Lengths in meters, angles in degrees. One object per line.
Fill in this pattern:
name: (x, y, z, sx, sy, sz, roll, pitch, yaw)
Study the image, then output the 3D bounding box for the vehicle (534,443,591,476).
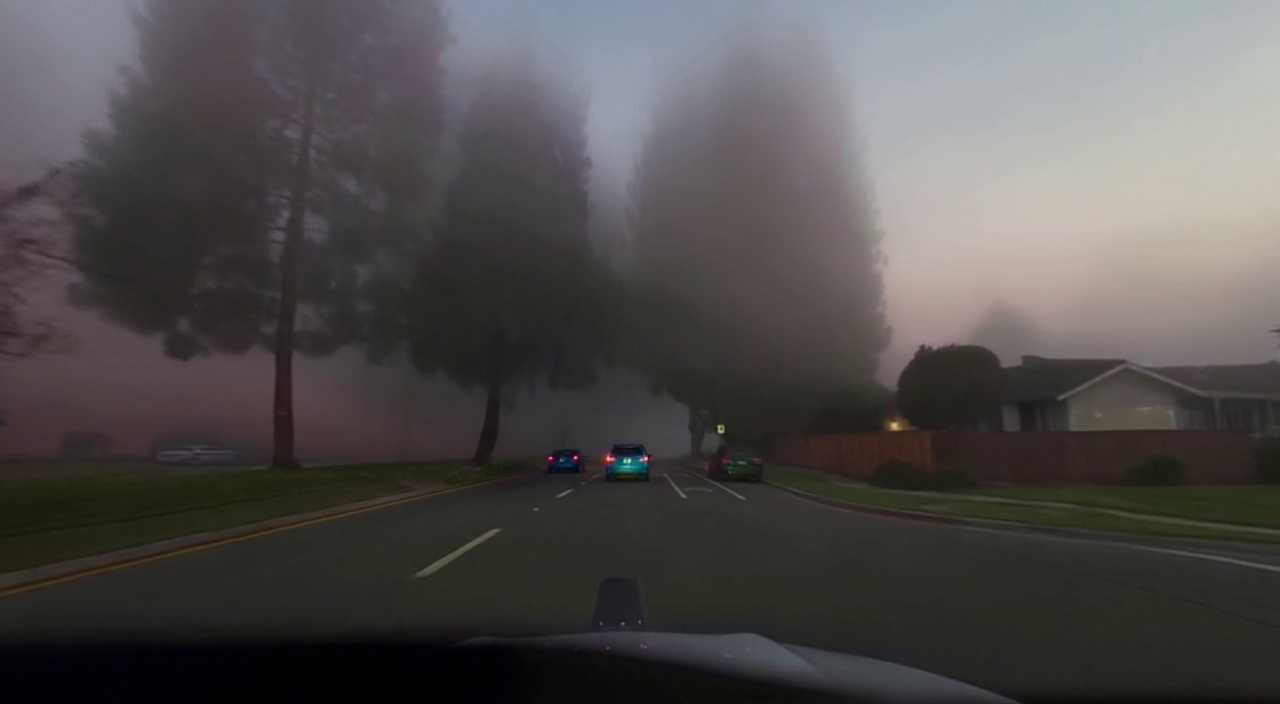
vehicle: (-3.545, 5.038, 29.636, 2.032, 1.433, 4.458, 0, -9, 1)

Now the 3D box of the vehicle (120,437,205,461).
vehicle: (-33.414, 6.787, 44.015, 4.271, 1.581, 1.919, 0, -9, -1)

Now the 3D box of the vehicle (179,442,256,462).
vehicle: (-32.263, 7.641, 48.002, 4.497, 1.418, 1.783, 0, -9, 1)

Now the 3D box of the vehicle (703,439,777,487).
vehicle: (3.965, 4.493, 25.753, 2.332, 1.769, 4.518, 0, -9, 0)

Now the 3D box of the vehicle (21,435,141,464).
vehicle: (-32.290, 5.655, 36.379, 4.891, 1.538, 2.059, 0, -9, 0)

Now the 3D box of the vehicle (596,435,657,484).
vehicle: (-0.476, 4.230, 24.910, 2.220, 1.742, 4.047, 0, -9, 0)
